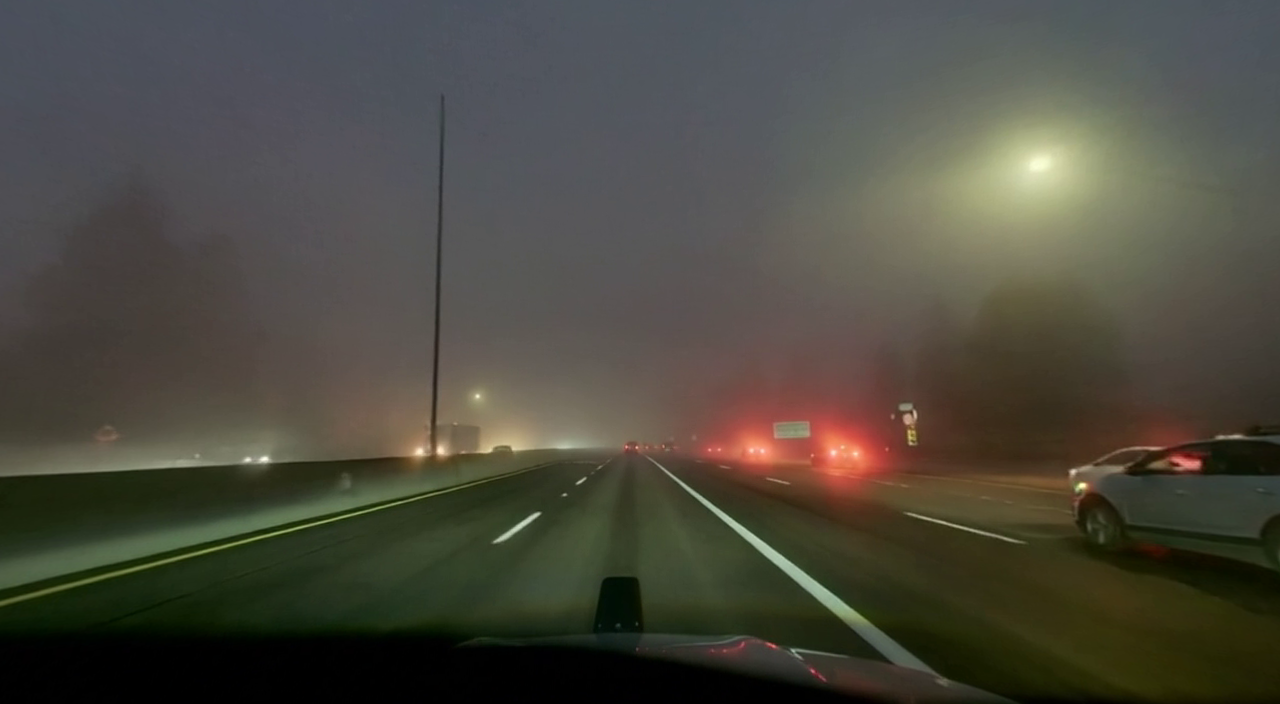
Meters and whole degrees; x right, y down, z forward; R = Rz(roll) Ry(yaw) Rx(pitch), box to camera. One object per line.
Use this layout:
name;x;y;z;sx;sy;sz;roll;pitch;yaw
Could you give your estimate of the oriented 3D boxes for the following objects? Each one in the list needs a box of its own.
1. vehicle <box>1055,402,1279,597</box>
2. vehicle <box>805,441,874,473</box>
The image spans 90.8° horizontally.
vehicle;6.601;1.376;6.107;2.027;1.679;4.543;0;-8;0
vehicle;10.497;5.536;33.641;1.962;1.536;4.945;0;-8;-1
